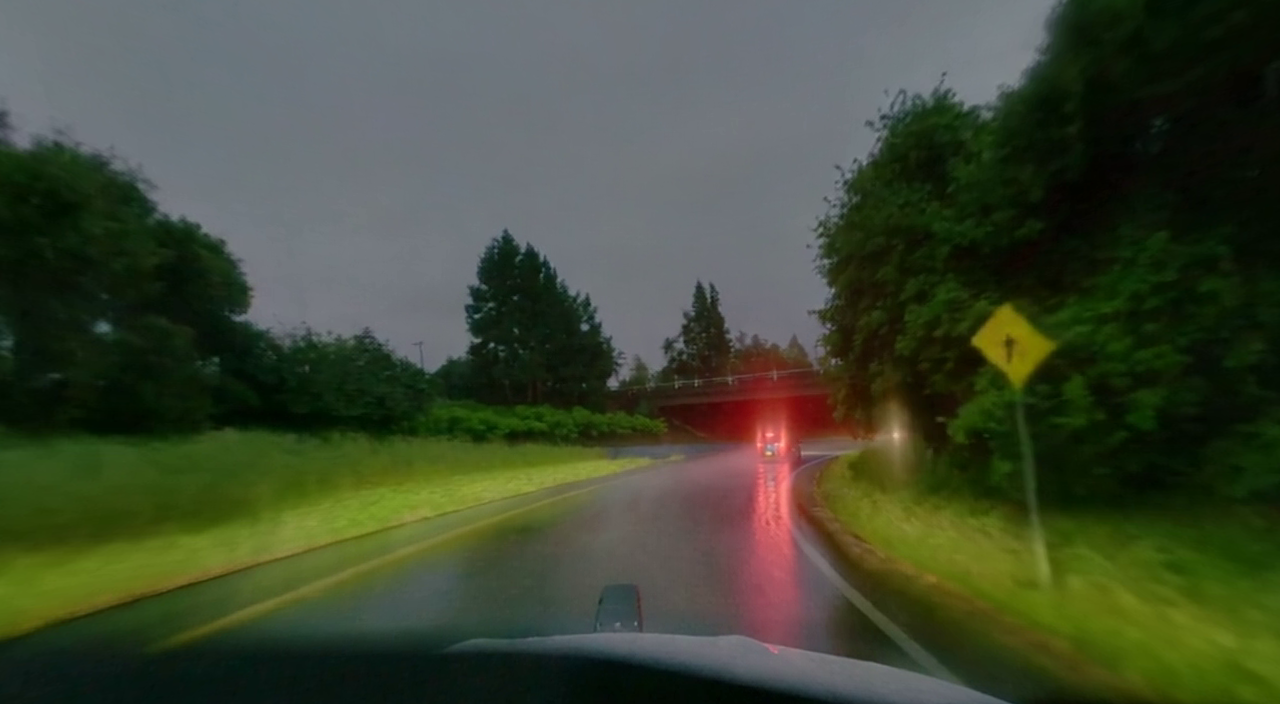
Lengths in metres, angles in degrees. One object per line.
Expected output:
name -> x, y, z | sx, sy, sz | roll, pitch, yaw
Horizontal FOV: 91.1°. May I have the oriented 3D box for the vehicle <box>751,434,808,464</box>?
vehicle -> 7.259, 5.033, 32.569 | 1.980, 1.449, 3.650 | -5, -10, 26
